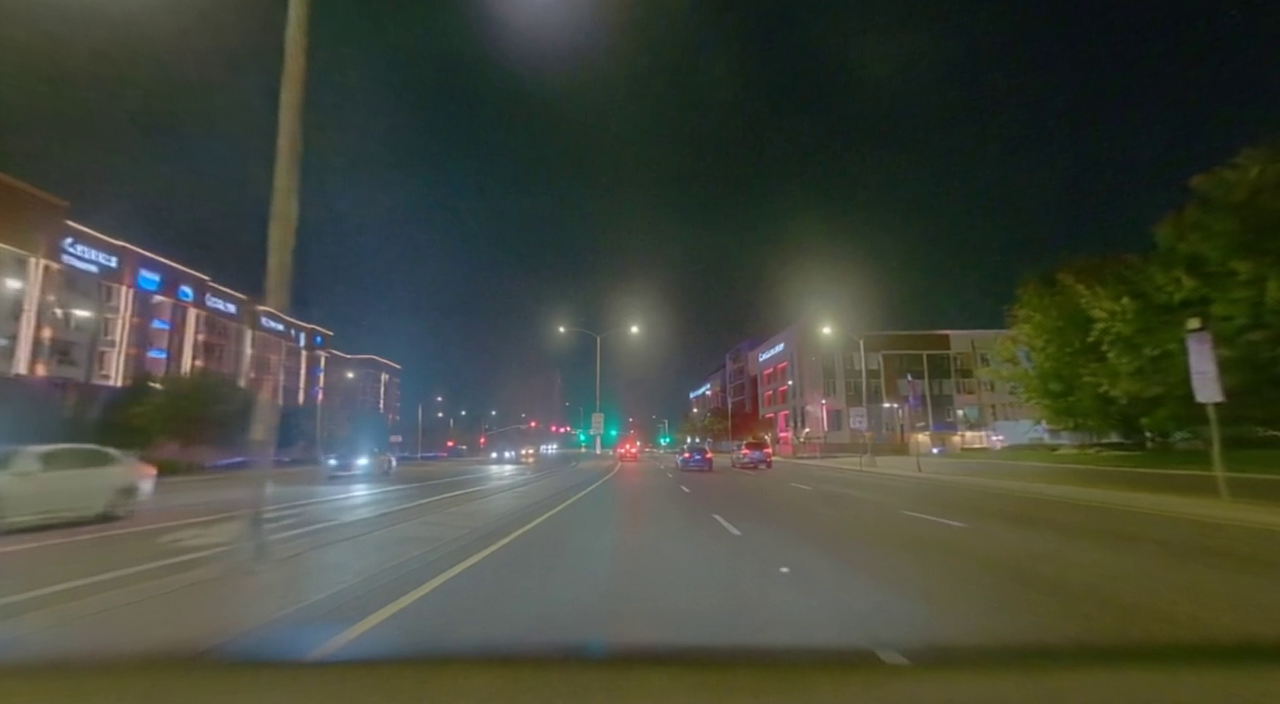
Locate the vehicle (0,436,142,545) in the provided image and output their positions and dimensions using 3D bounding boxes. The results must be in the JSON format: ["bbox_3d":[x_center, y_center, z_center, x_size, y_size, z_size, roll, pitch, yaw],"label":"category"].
[{"bbox_3d":[-10.060,1.986,9.055,2.012,1.520,4.645,0,-9,1],"label":"vehicle"}]

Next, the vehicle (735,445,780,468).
[{"bbox_3d":[7.561,6.775,41.062,1.932,1.439,4.159,0,-9,-2],"label":"vehicle"}]

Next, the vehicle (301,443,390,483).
[{"bbox_3d":[-13.386,5.064,29.056,1.953,1.688,4.435,0,-9,0],"label":"vehicle"}]

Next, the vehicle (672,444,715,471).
[{"bbox_3d":[3.184,6.356,38.317,2.020,1.479,4.650,0,-9,-2],"label":"vehicle"}]
